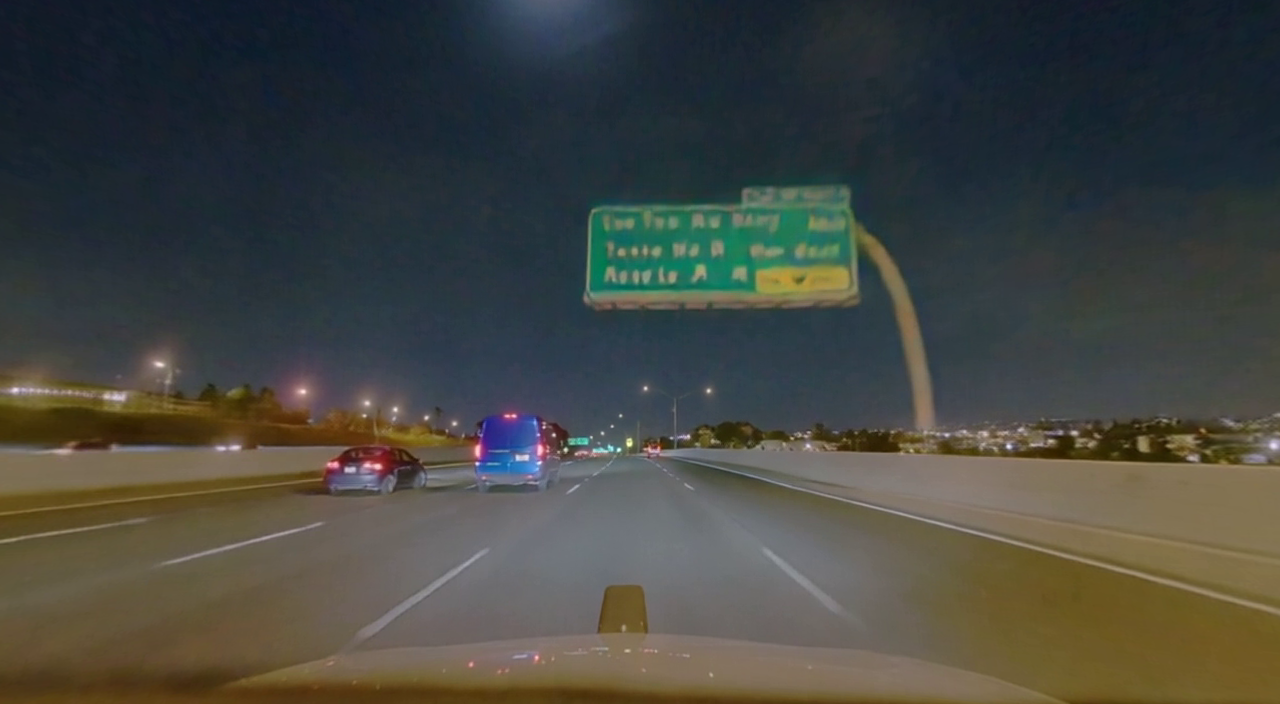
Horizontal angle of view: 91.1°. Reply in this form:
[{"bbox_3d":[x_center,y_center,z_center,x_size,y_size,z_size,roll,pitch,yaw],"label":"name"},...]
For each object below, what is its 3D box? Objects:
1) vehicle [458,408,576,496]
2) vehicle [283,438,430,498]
[{"bbox_3d":[-3.451,2.984,18.912,2.372,2.248,5.393,0,-9,1],"label":"vehicle"},{"bbox_3d":[-7.914,3.279,18.162,1.987,1.490,4.781,0,-9,0],"label":"vehicle"}]
